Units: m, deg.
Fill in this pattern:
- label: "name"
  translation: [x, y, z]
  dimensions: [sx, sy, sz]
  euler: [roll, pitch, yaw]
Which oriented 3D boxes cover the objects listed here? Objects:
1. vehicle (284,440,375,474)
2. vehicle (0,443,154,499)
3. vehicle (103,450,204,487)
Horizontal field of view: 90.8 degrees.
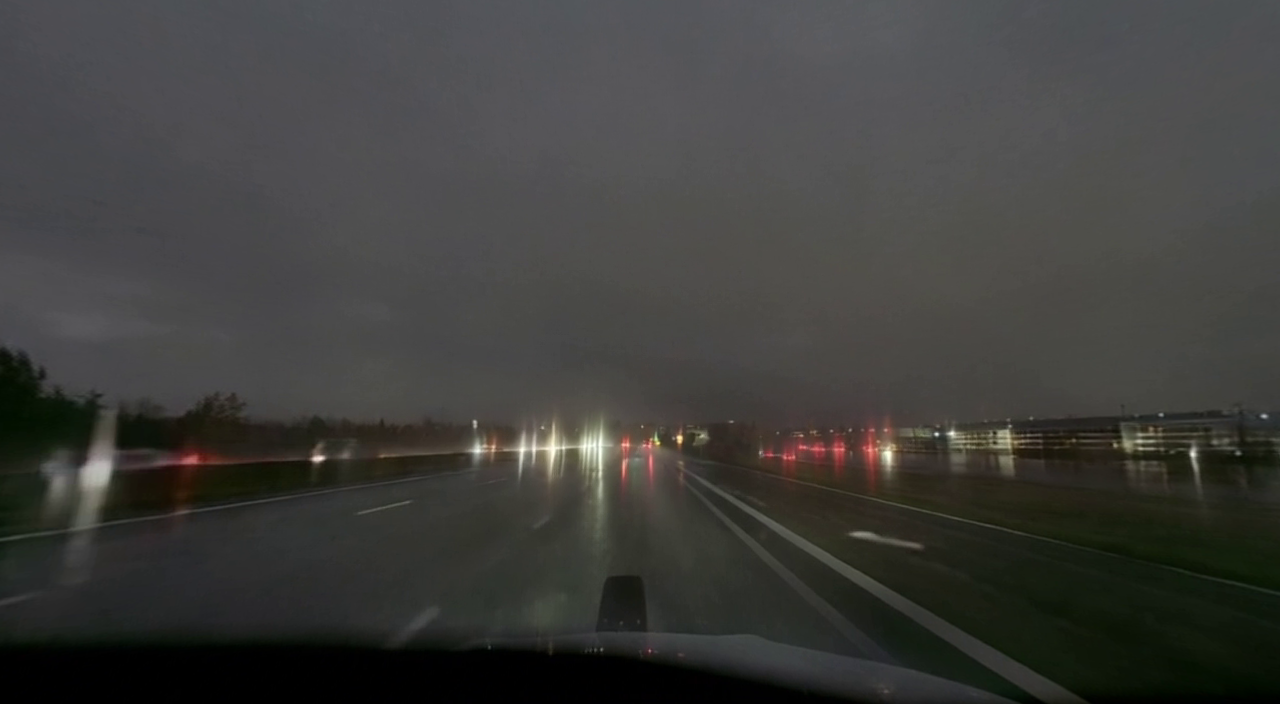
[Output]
- label: "vehicle"
  translation: [-14.646, 4.995, 30.088]
  dimensions: [1.871, 1.473, 4.717]
  euler: [0, -9, 1]
- label: "vehicle"
  translation: [-18.586, 3.763, 20.364]
  dimensions: [2.163, 1.564, 4.548]
  euler: [0, -9, -1]
- label: "vehicle"
  translation: [-18.734, 4.464, 24.439]
  dimensions: [1.713, 1.339, 2.712]
  euler: [0, -9, 0]
